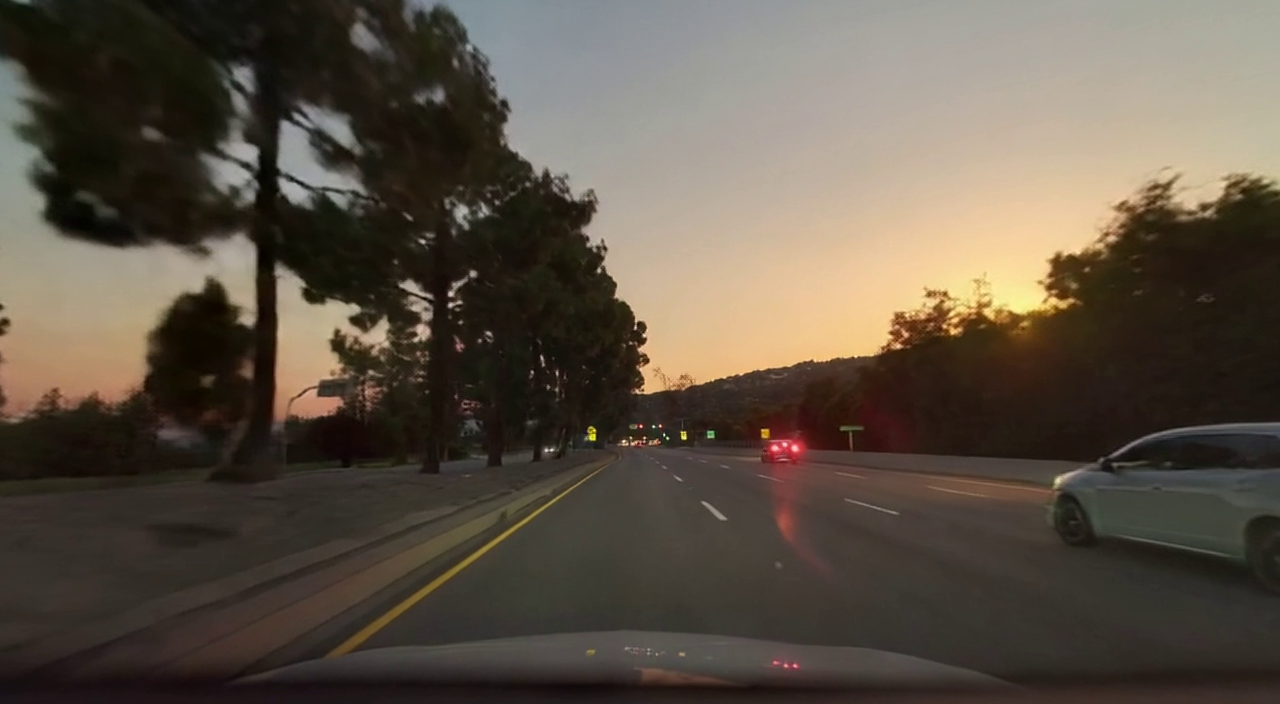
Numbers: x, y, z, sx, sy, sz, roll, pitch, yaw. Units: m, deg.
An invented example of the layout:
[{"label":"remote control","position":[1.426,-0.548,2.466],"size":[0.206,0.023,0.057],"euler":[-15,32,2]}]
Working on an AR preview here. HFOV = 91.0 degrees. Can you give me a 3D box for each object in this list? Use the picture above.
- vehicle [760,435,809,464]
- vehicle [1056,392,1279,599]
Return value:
[{"label":"vehicle","position":[9.762,6.641,42.940],"size":[2.170,1.830,4.720],"euler":[0,-8,-1]},{"label":"vehicle","position":[6.281,1.222,5.469],"size":[2.066,1.683,4.675],"euler":[0,-8,-1]}]
